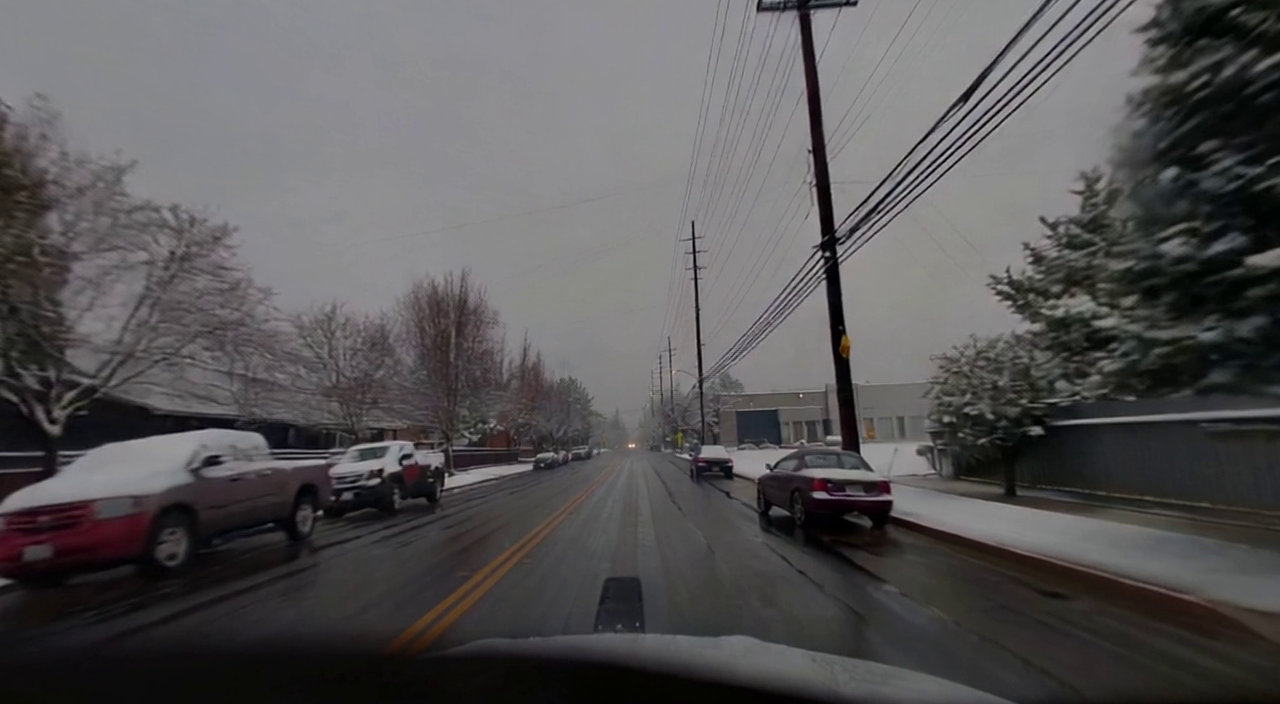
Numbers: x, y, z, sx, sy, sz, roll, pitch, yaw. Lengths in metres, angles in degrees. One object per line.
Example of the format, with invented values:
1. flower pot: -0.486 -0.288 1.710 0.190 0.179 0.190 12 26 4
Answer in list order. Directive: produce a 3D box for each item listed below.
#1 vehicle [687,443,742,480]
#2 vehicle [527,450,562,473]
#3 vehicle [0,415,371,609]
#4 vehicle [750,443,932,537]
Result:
1. vehicle: 3.154 4.702 27.425 1.843 1.495 3.930 0 -8 -1
2. vehicle: -6.679 7.680 44.613 1.815 1.402 4.559 -4 -8 -2
3. vehicle: -6.294 2.080 9.263 2.382 1.869 5.476 -4 -9 0
4. vehicle: 3.428 2.402 11.746 1.802 1.382 4.300 0 -8 -2
